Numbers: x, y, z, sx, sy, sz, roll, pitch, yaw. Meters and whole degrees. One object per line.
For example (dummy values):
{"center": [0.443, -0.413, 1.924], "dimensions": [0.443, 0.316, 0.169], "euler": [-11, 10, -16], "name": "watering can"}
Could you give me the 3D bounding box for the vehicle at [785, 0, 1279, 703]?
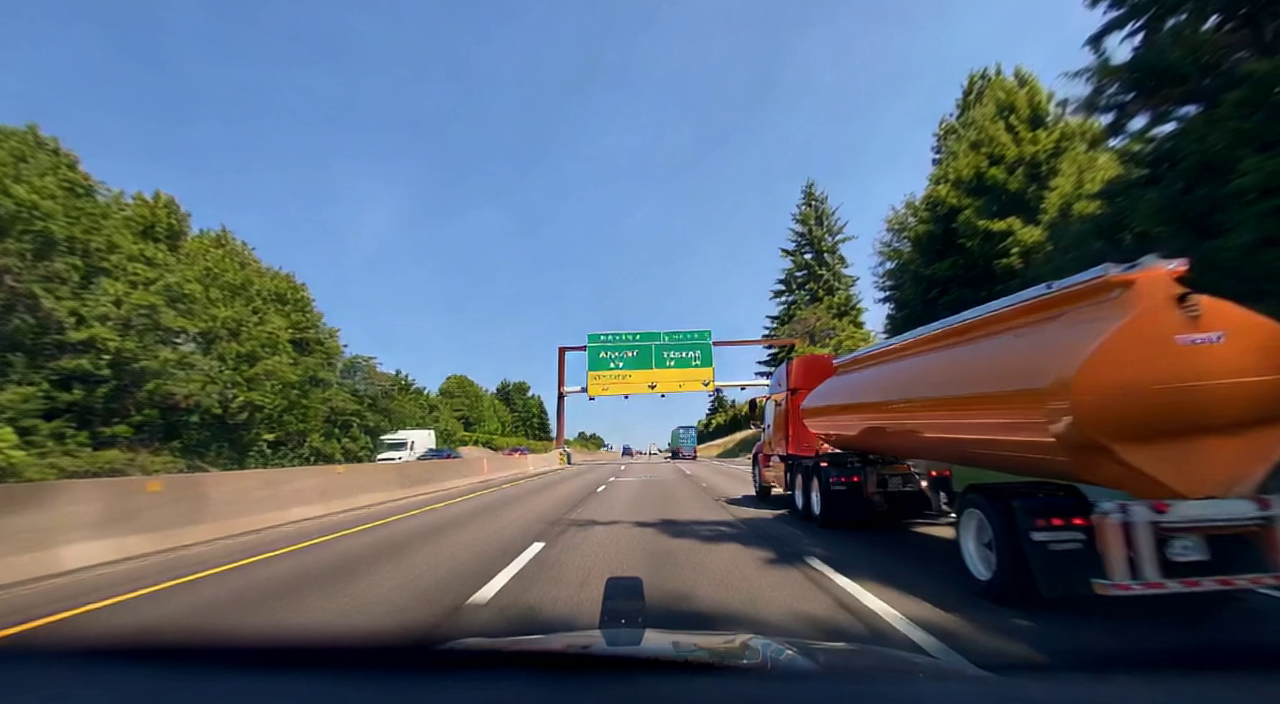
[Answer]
{"center": [4.202, 0.633, 6.851], "dimensions": [2.707, 3.474, 10.512], "euler": [0, -9, 0], "name": "vehicle"}
